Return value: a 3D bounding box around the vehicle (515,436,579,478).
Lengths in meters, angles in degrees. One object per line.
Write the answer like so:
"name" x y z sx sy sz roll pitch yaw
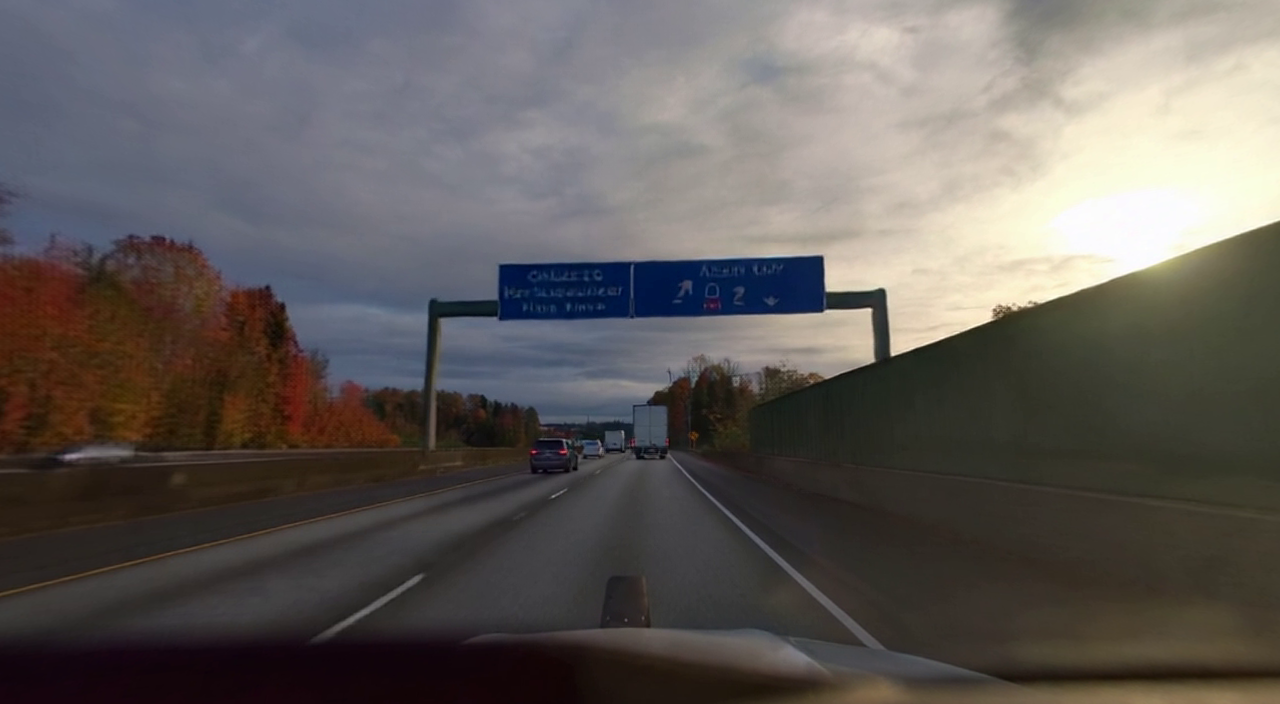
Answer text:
"vehicle" -3.630 4.164 25.284 1.927 1.556 3.921 0 -8 1

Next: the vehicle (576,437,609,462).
"vehicle" -3.209 6.728 43.547 1.962 1.575 4.158 0 -8 0

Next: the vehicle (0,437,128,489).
"vehicle" -26.889 4.991 28.785 2.223 2.138 5.557 0 -8 -1

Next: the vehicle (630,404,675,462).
"vehicle" 0.887 5.960 45.809 2.933 3.701 10.425 0 -8 1
